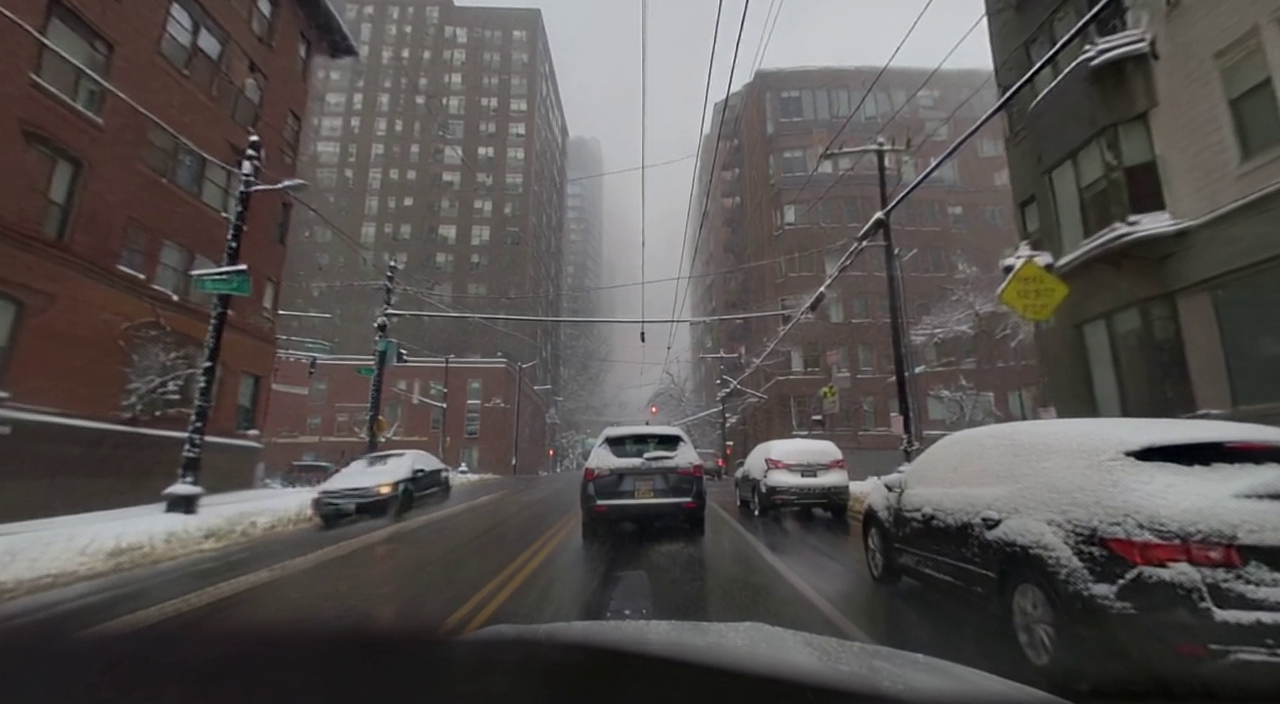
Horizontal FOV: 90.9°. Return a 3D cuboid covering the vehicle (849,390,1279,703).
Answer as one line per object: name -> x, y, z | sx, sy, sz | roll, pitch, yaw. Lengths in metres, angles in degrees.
vehicle -> 3.251, 1.248, 4.790 | 1.906, 1.578, 4.020 | 0, -8, 0

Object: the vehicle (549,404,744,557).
vehicle -> 0.031, 1.774, 9.327 | 2.232, 1.736, 4.036 | 0, -8, -1

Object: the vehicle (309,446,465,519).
vehicle -> -6.001, 3.108, 15.622 | 2.014, 1.538, 4.275 | 0, -8, 1

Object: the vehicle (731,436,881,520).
vehicle -> 3.200, 2.517, 13.161 | 1.970, 1.452, 4.227 | 0, -8, 0
